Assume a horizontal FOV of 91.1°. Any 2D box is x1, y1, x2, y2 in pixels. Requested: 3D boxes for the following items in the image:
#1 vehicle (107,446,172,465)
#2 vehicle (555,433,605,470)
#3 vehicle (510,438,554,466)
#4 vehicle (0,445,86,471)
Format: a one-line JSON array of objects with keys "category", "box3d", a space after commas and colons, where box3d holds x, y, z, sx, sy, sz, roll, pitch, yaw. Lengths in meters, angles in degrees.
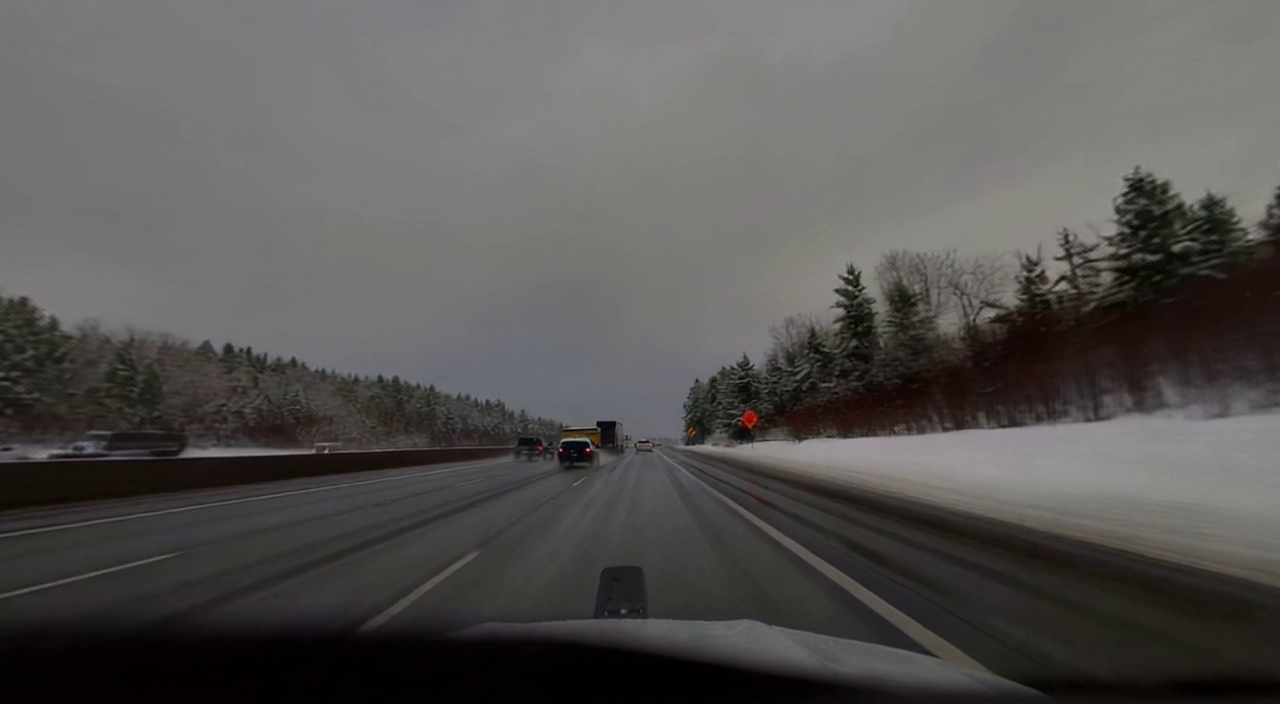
[{"category": "vehicle", "box3d": [-38.357, 7.936, 48.253, 1.790, 1.345, 3.970, 0, -8, -1]}, {"category": "vehicle", "box3d": [-3.048, 5.143, 32.504, 2.194, 1.766, 3.720, 0, -8, 0]}, {"category": "vehicle", "box3d": [-7.152, 6.672, 42.015, 2.078, 1.729, 4.722, 0, -8, 1]}, {"category": "vehicle", "box3d": [-41.805, 7.337, 43.728, 2.062, 1.655, 4.781, 0, -8, 0]}]
